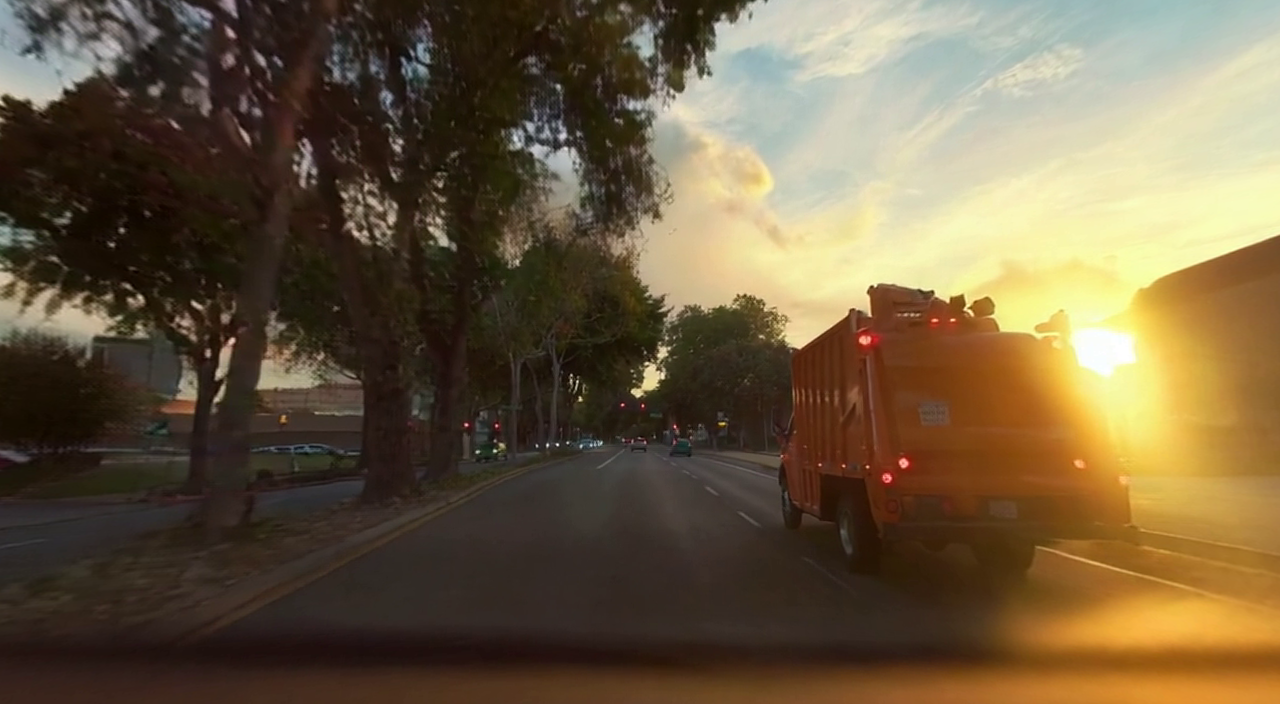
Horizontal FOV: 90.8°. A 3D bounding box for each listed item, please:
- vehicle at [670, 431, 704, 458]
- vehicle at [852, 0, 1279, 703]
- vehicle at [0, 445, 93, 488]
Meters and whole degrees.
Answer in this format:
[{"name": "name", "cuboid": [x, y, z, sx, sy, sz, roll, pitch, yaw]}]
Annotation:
[{"name": "vehicle", "cuboid": [3.520, 7.023, 47.978, 2.099, 1.936, 4.575, 0, -9, -1]}, {"name": "vehicle", "cuboid": [3.828, -0.102, 1.828, 2.731, 3.407, 10.262, 0, -9, -1]}, {"name": "vehicle", "cuboid": [-28.023, 5.200, 28.547, 1.978, 1.781, 4.917, -3, -11, 3]}]
